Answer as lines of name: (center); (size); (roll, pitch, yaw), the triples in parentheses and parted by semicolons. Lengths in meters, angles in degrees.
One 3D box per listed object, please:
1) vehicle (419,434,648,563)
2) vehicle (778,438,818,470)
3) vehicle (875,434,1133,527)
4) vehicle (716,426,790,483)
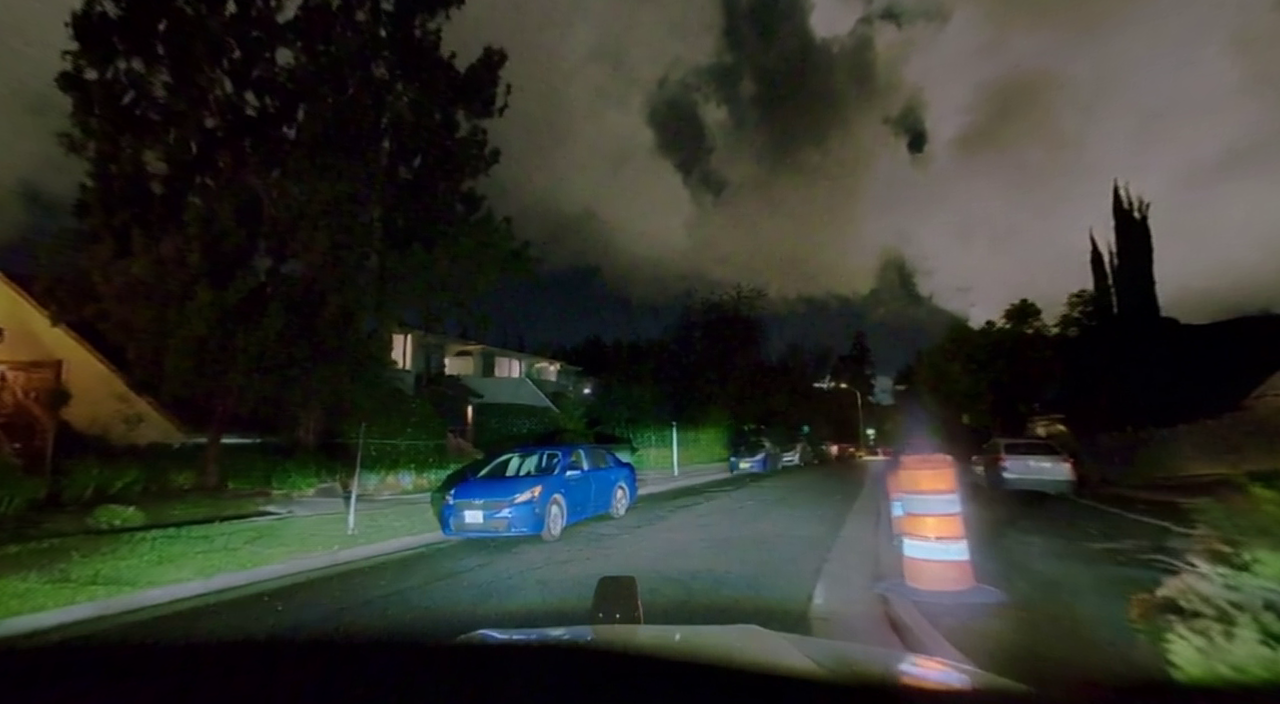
vehicle: (-1.504, 2.238, 10.640); (1.899, 1.524, 4.082); (0, -6, 22)
vehicle: (9.175, 5.825, 36.318); (1.765, 1.493, 4.130); (0, -6, 21)
vehicle: (6.597, 2.225, 11.492); (4.070, 1.436, 1.827); (3, -8, -21)
vehicle: (4.837, 4.152, 26.263); (2.042, 1.937, 4.960); (0, -5, 22)
